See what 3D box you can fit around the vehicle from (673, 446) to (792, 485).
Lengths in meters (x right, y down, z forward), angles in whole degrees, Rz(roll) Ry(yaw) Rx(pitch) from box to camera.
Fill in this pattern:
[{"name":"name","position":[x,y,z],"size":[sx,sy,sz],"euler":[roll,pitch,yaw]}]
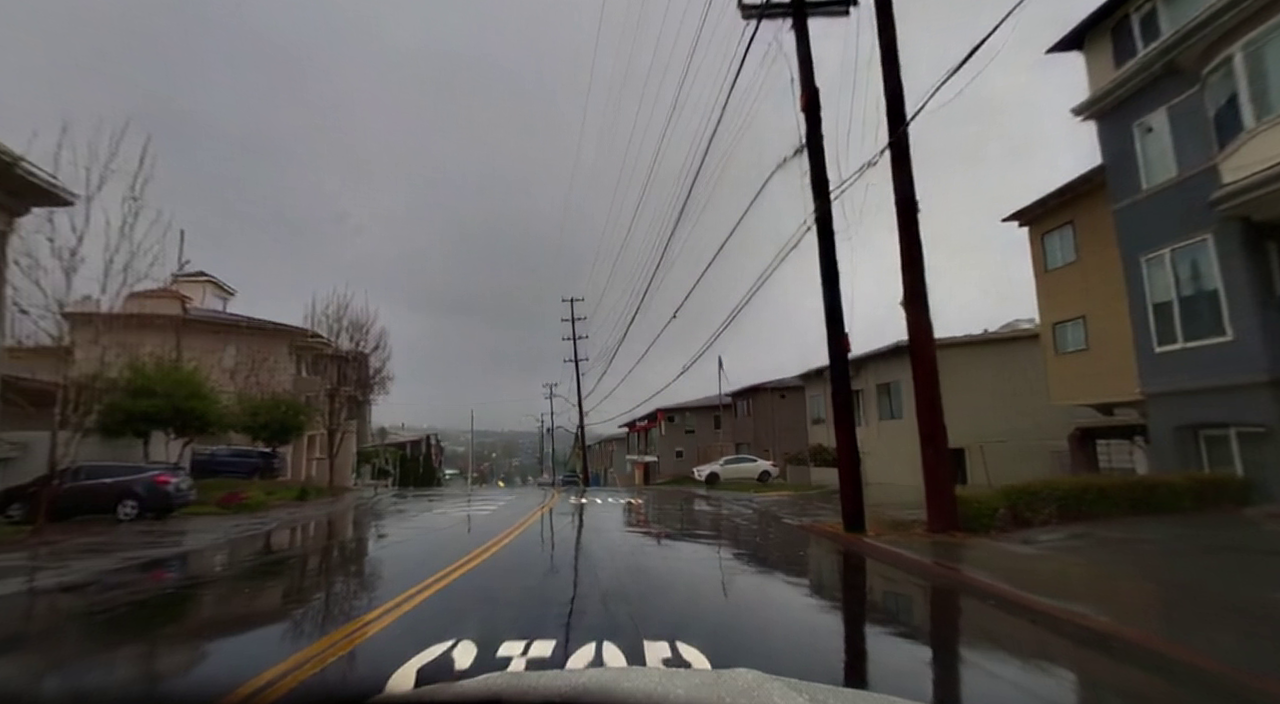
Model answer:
[{"name":"vehicle","position":[4.721,5.850,32.557],"size":[5.578,1.842,2.300],"euler":[3,-9,-12]}]

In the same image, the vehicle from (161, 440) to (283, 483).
[{"name":"vehicle","position":[-21.450,5.753,32.725],"size":[4.942,1.912,2.121],"euler":[7,-17,-30]}]

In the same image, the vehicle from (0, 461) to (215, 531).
[{"name":"vehicle","position":[-13.356,3.510,15.681],"size":[4.146,1.535,1.862],"euler":[0,-8,-4]}]
